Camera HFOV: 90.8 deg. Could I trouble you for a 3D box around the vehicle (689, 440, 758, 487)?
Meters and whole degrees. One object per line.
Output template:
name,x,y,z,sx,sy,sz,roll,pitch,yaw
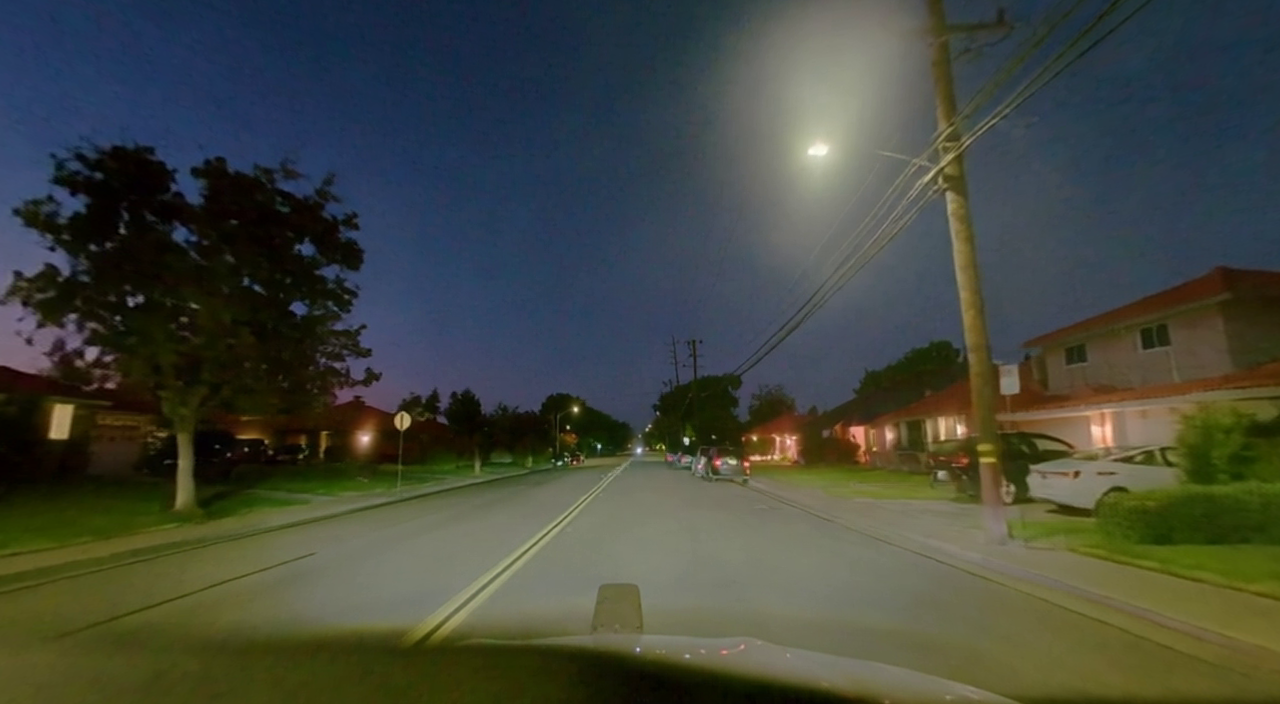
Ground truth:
vehicle,3.592,4.908,28.191,2.114,1.858,5.144,0,-9,-3

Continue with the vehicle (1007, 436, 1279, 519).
vehicle,10.391,2.482,12.786,4.625,1.501,2.011,0,-8,0

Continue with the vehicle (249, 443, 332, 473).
vehicle,-21.681,6.586,39.510,2.139,1.746,5.099,0,-8,2

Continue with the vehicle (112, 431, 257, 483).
vehicle,-17.932,4.178,25.275,2.034,1.829,5.161,0,-9,-2
